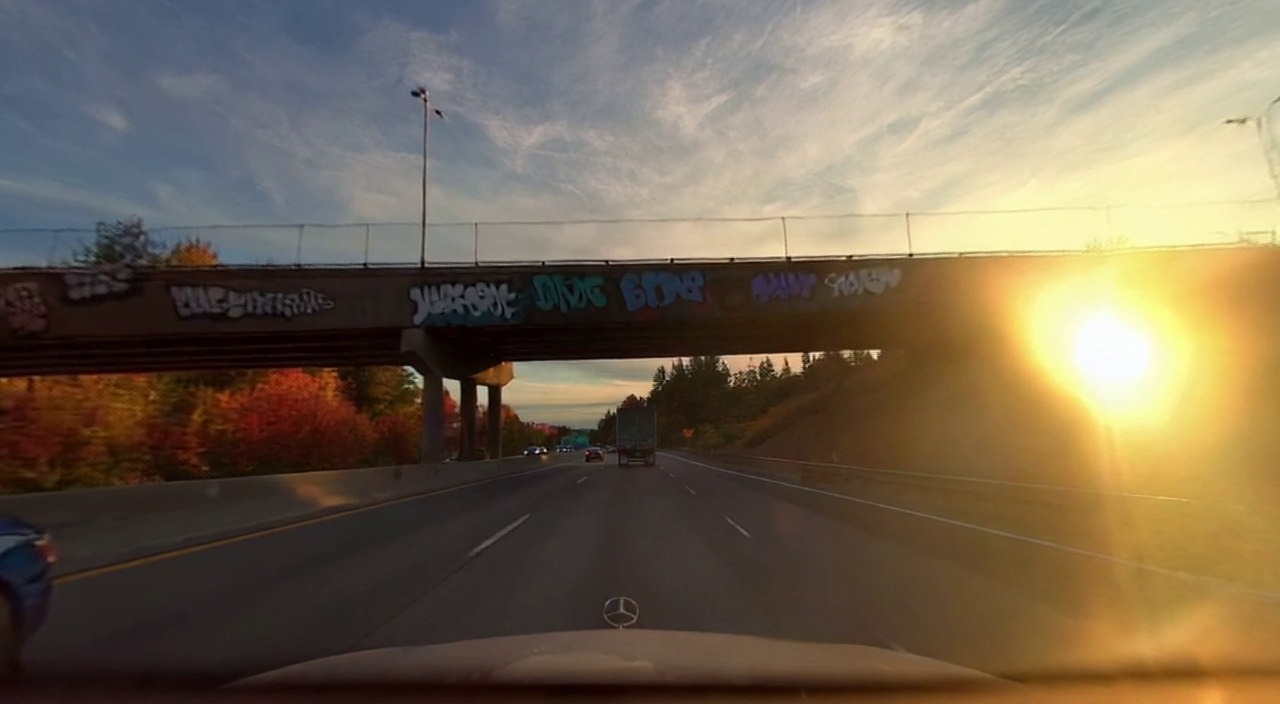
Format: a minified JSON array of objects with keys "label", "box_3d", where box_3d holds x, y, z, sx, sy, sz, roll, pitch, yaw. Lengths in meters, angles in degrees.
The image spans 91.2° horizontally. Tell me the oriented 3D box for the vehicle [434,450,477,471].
[{"label":"vehicle","box_3d":[-14.112,8.314,48.213,1.987,1.536,4.515,0,-9,-1]}]
